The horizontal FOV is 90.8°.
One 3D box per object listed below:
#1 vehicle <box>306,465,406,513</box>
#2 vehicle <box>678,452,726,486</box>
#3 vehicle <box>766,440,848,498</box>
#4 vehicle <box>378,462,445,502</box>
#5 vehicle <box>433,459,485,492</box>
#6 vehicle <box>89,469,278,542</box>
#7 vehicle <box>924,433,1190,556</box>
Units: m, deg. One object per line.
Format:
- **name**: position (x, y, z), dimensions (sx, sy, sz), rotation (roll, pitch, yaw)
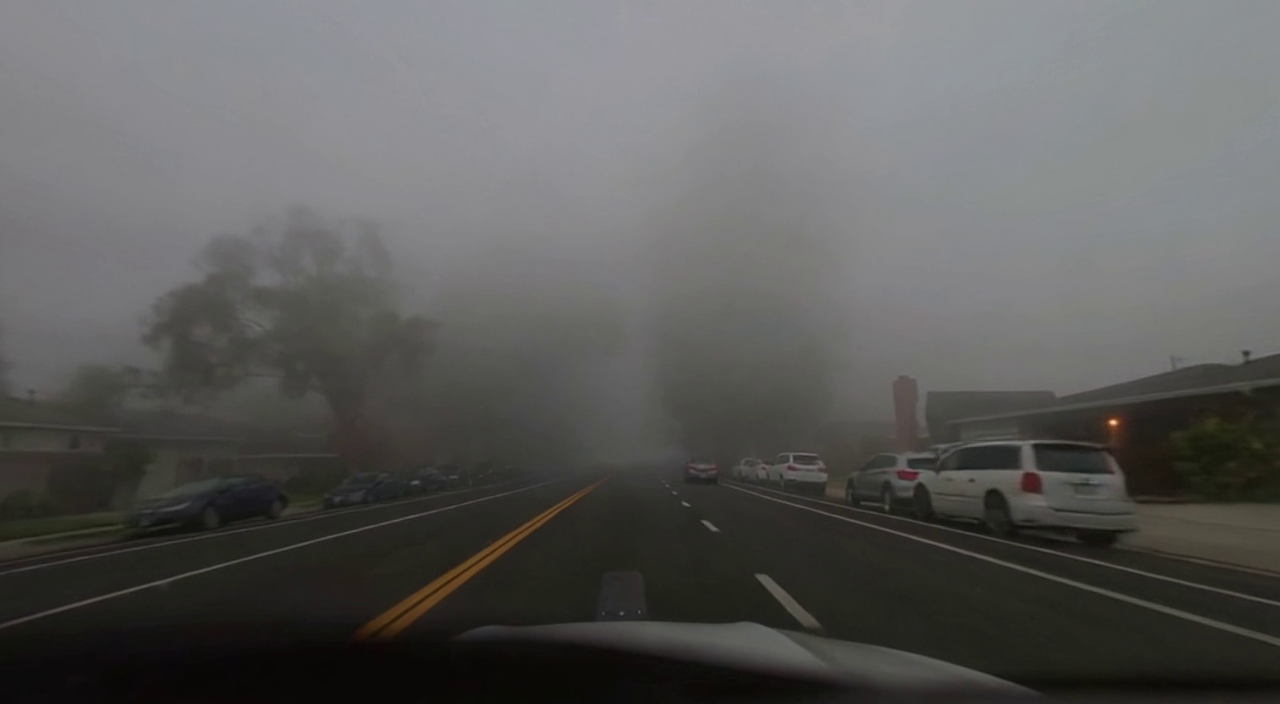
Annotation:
- **vehicle**: position (-11.813, 5.691, 26.729), dimensions (1.888, 1.668, 5.052), rotation (0, -8, 0)
- **vehicle**: position (3.232, 6.176, 33.768), dimensions (1.951, 1.620, 4.582), rotation (0, -8, -2)
- **vehicle**: position (7.213, 5.087, 27.942), dimensions (2.081, 2.286, 4.941), rotation (0, -8, -2)
- **vehicle**: position (-11.652, 6.619, 32.513), dimensions (1.921, 1.770, 4.265), rotation (0, -8, -1)
- **vehicle**: position (-11.536, 7.859, 40.587), dimensions (2.049, 1.848, 4.693), rotation (0, -8, -1)
- **vehicle**: position (-11.736, 3.931, 16.713), dimensions (1.809, 1.476, 4.423), rotation (0, -8, -3)
- **vehicle**: position (7.534, 2.552, 12.177), dimensions (1.873, 1.867, 4.673), rotation (0, -8, 0)
